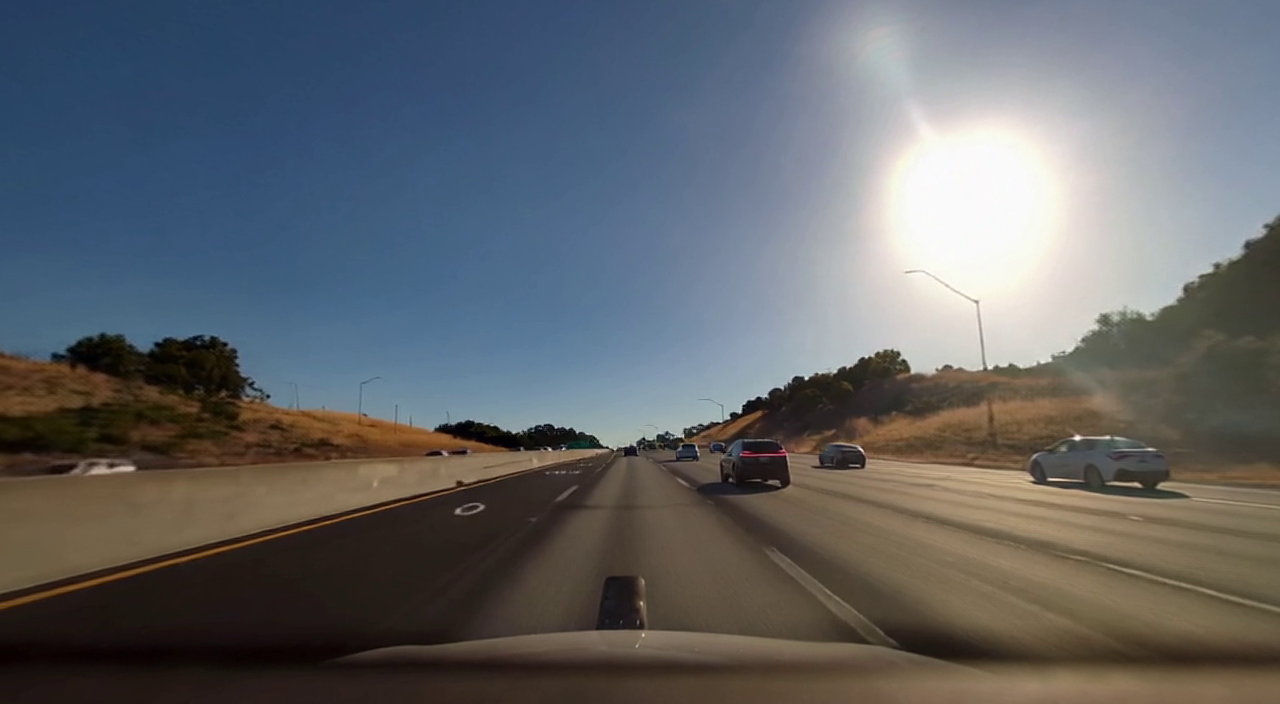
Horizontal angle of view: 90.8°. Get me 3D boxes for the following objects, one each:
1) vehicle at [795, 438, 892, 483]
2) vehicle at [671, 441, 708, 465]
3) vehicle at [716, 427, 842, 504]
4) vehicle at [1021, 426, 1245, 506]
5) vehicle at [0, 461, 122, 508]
[{"bbox_3d":[7.159,3.864,22.725,1.952,1.442,4.259,0,-8,-1],"label":"vehicle"},{"bbox_3d":[3.266,6.748,42.339,2.038,1.477,4.313,0,-8,-1],"label":"vehicle"},{"bbox_3d":[3.210,2.743,15.659,1.977,1.601,4.598,0,-8,-2],"label":"vehicle"},{"bbox_3d":[11.046,2.570,14.641,1.844,1.560,4.085,0,-8,0],"label":"vehicle"},{"bbox_3d":[-21.788,4.809,23.293,1.833,1.472,4.107,0,-8,0],"label":"vehicle"}]
